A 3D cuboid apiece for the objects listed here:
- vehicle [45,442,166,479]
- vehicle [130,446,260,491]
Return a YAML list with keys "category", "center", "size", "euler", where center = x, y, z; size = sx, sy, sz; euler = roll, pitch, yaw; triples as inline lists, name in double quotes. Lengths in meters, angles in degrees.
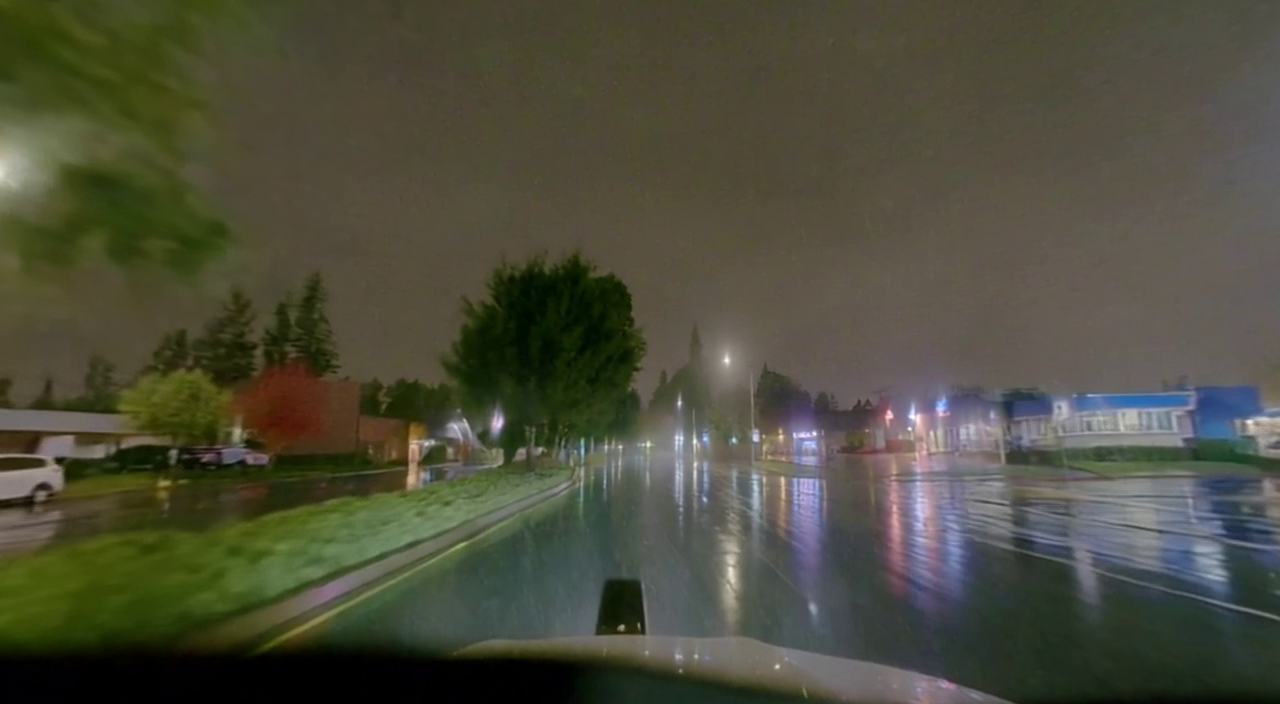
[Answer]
- category: "vehicle"
  center: [-27.025, 5.482, 32.055]
  size: [4.294, 1.763, 1.929]
  euler: [0, -9, -1]
- category: "vehicle"
  center: [-19.206, 5.024, 27.638]
  size: [1.906, 1.744, 5.165]
  euler: [0, -9, 0]
